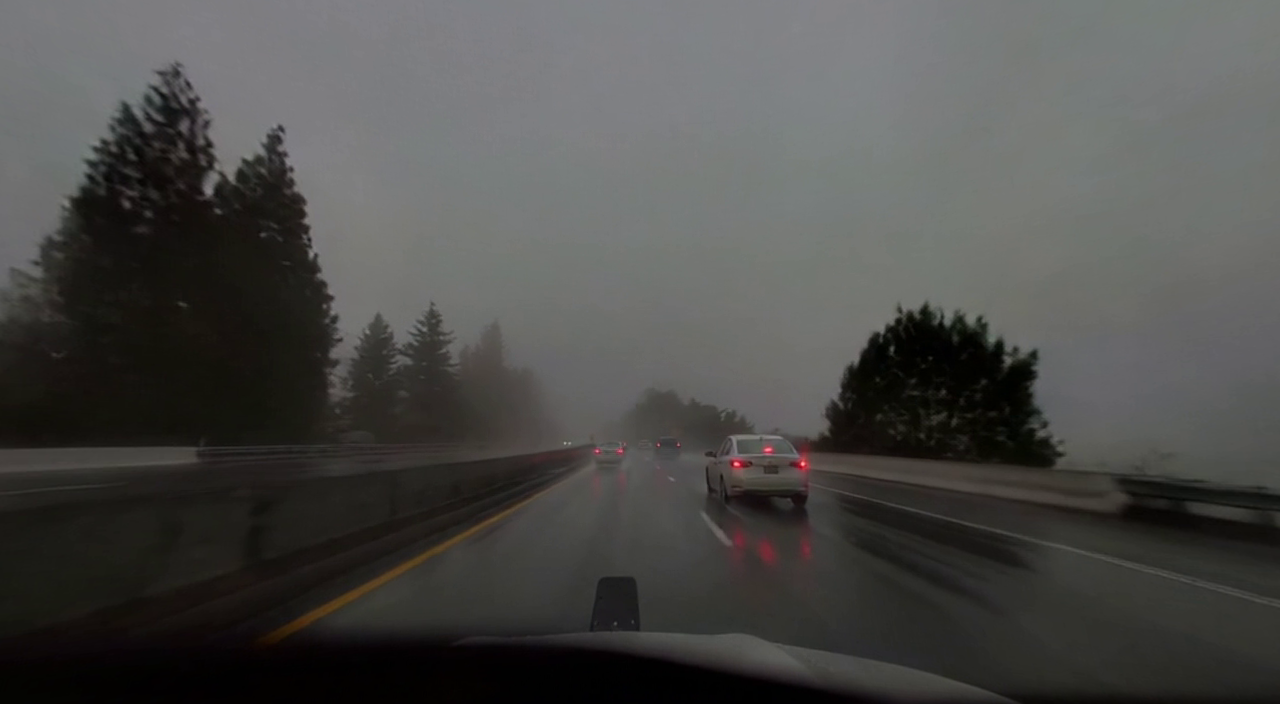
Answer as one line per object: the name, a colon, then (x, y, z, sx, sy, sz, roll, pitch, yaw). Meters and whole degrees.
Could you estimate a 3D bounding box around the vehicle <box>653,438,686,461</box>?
vehicle: (2.070, 7.052, 45.485, 2.146, 1.546, 3.796, 0, -8, -1)

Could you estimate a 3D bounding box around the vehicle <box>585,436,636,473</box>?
vehicle: (-1.334, 4.710, 29.205, 2.178, 1.559, 4.254, 0, -8, -2)

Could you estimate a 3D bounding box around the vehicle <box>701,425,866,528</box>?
vehicle: (2.490, 2.319, 12.435, 2.055, 1.566, 5.046, -1, -8, 0)
